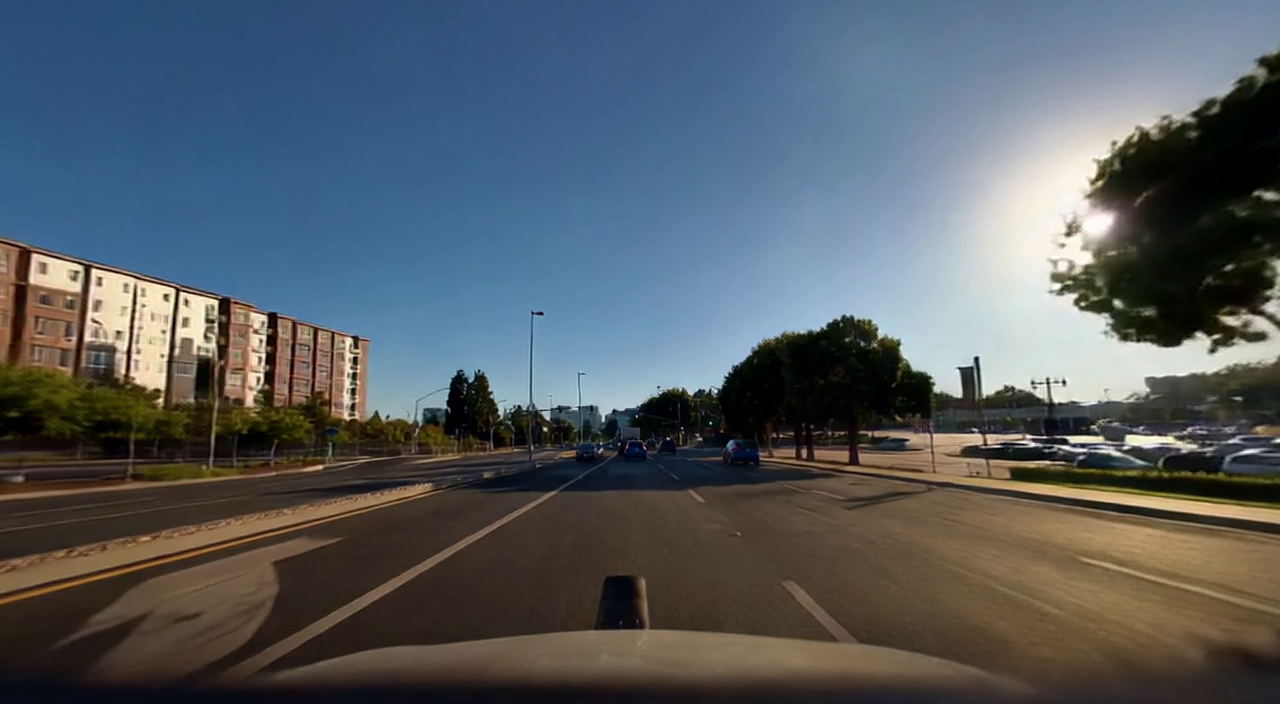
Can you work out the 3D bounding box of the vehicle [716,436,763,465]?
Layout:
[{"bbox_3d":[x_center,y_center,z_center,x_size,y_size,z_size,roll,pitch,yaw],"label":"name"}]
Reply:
[{"bbox_3d":[6.555,6.547,41.954,2.136,1.799,4.796,1,-9,-2],"label":"vehicle"}]

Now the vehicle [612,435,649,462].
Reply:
[{"bbox_3d":[-0.691,7.462,48.801,2.682,1.908,5.706,0,-9,-1],"label":"vehicle"}]
